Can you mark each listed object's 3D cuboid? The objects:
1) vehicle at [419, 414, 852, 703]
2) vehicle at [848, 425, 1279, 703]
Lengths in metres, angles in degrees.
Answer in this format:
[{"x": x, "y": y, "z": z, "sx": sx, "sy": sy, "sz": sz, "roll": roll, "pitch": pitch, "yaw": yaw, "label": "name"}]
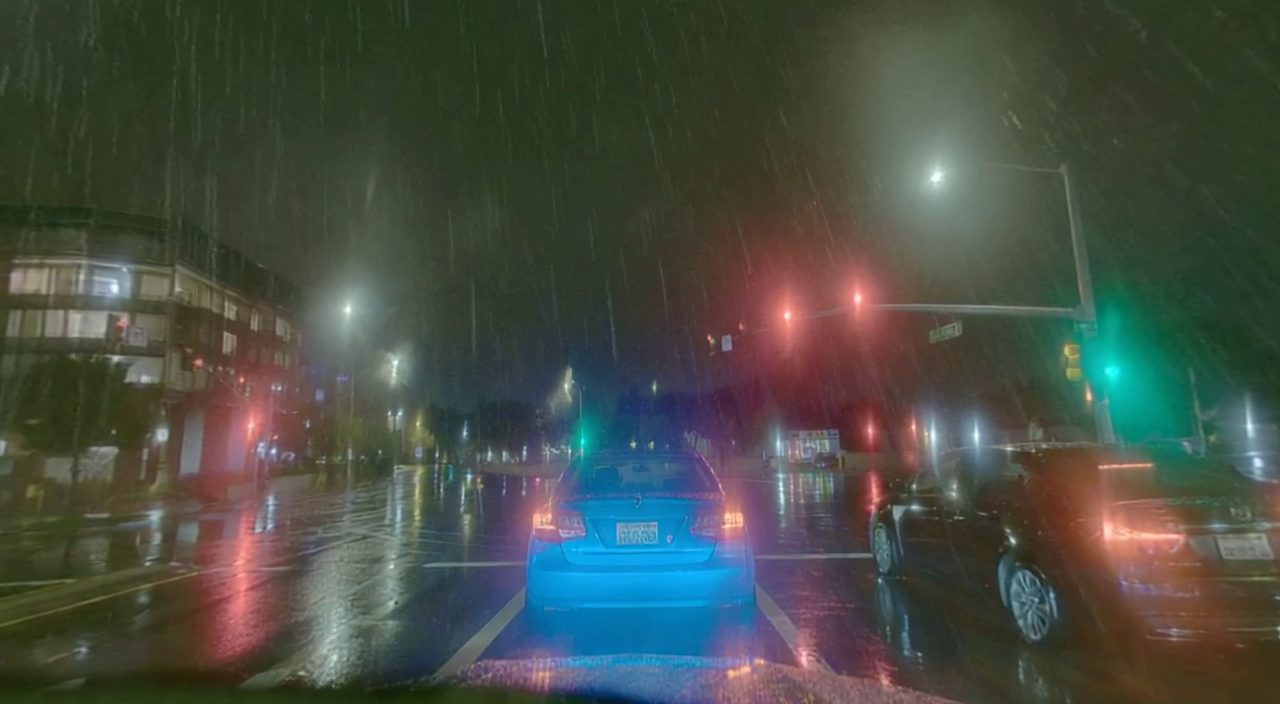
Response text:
[{"x": -0.054, "y": 1.350, "z": 5.161, "sx": 2.094, "sy": 1.481, "sz": 4.078, "roll": 0, "pitch": -8, "yaw": -1, "label": "vehicle"}, {"x": 3.347, "y": 1.376, "z": 5.086, "sx": 1.860, "sy": 1.430, "sz": 4.089, "roll": 0, "pitch": -8, "yaw": -1, "label": "vehicle"}]
